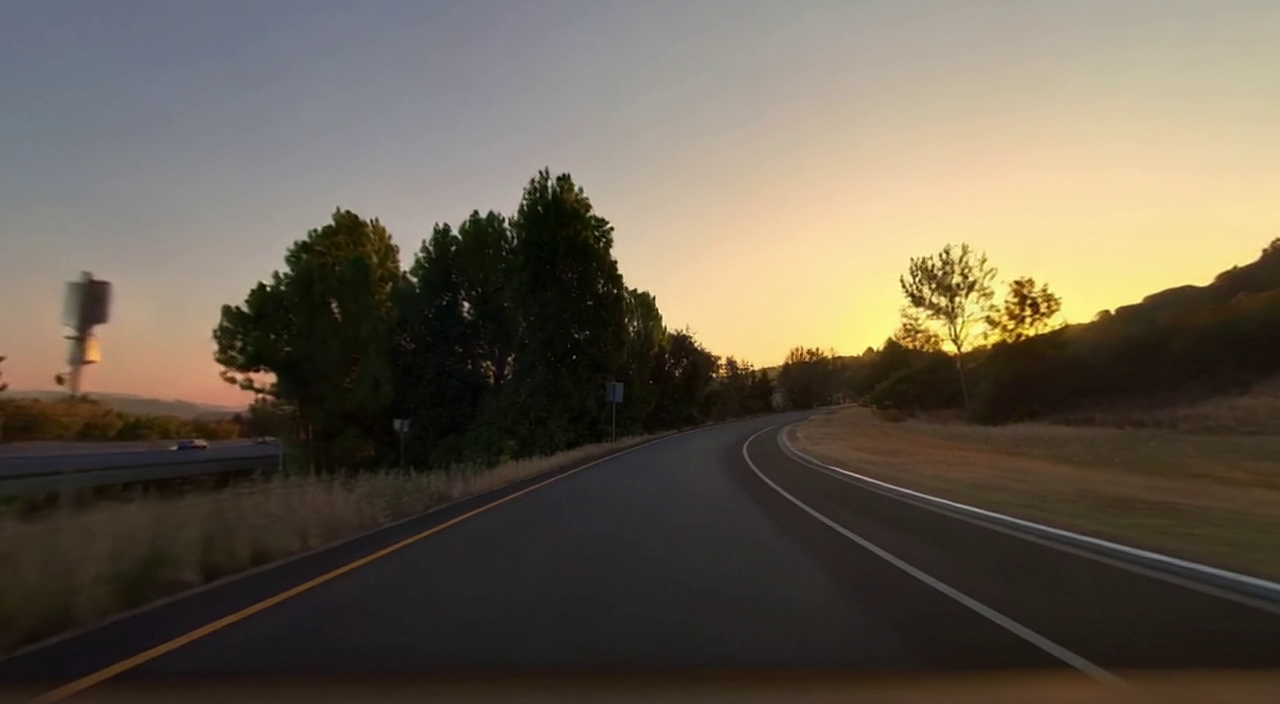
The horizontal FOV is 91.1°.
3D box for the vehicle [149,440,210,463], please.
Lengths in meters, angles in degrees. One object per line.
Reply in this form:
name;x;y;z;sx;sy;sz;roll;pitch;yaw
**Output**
vehicle;-31.938;6.889;43.748;1.895;1.451;4.168;2;-8;-13
